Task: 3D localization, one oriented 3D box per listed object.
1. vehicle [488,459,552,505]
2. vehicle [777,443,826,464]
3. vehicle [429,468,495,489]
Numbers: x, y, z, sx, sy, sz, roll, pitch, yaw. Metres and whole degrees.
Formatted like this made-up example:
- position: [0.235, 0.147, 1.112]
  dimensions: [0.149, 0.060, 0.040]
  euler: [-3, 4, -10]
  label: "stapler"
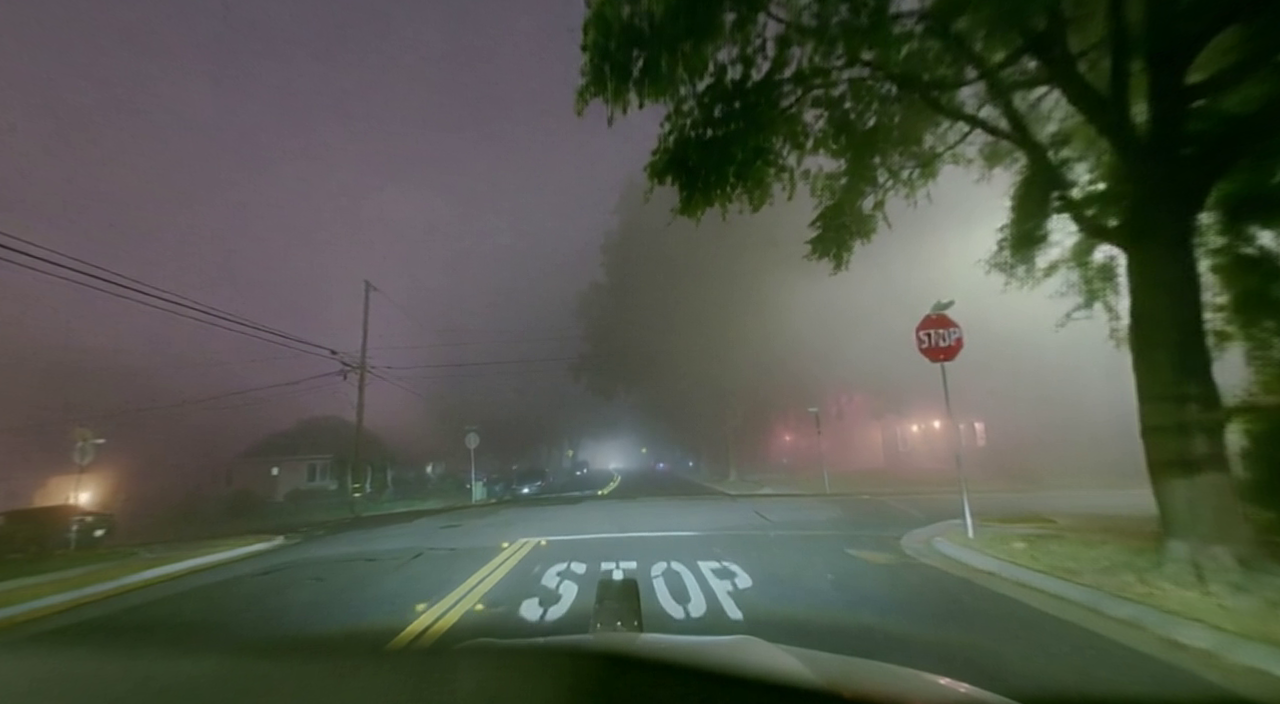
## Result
- position: [-6.081, 6.613, 32.485]
  dimensions: [2.149, 1.823, 4.613]
  euler: [-6, -9, 1]
  label: "vehicle"
- position: [12.501, 7.850, 48.906]
  dimensions: [3.563, 1.551, 1.916]
  euler: [-2, -8, 13]
  label: "vehicle"
- position: [-13.996, 9.964, 49.714]
  dimensions: [4.601, 1.486, 1.876]
  euler: [-3, -9, 14]
  label: "vehicle"
